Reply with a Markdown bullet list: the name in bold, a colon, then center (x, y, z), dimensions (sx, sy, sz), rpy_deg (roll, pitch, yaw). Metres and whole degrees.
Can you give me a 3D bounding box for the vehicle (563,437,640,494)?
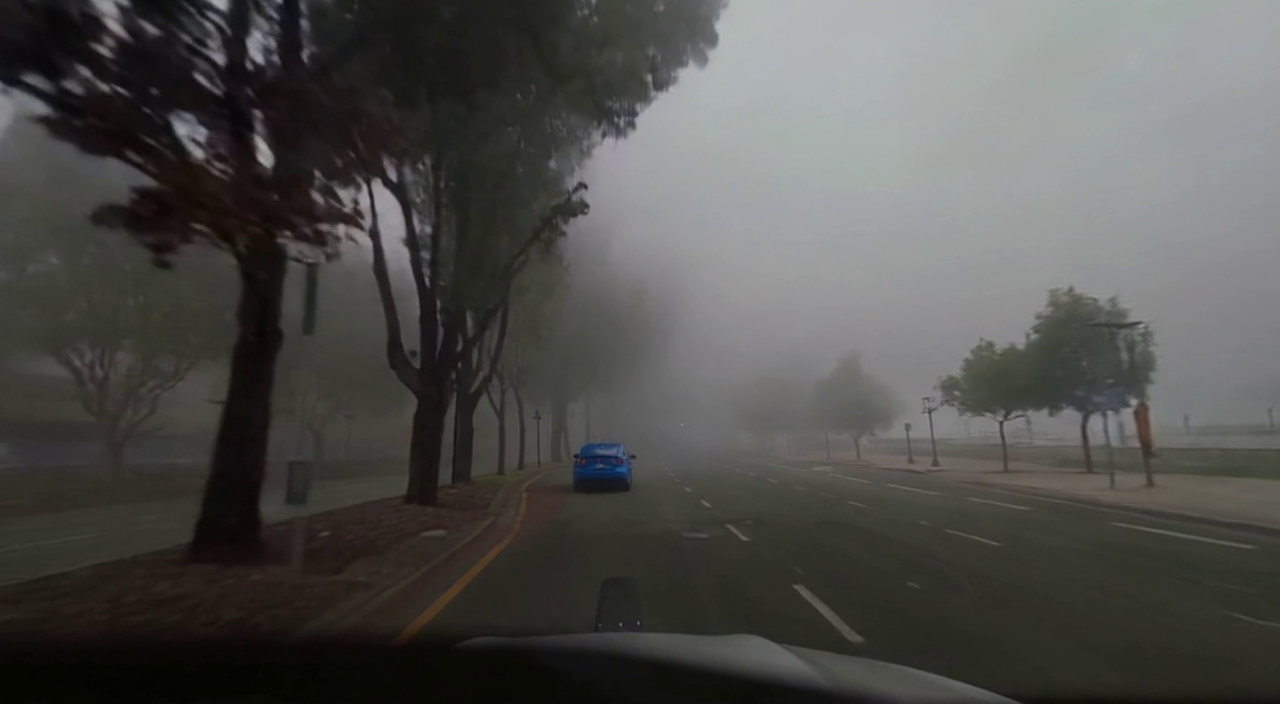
- **vehicle**: center (-1.179, 3.359, 19.178), dimensions (2.042, 1.479, 4.601), rpy_deg (0, -8, -4)
